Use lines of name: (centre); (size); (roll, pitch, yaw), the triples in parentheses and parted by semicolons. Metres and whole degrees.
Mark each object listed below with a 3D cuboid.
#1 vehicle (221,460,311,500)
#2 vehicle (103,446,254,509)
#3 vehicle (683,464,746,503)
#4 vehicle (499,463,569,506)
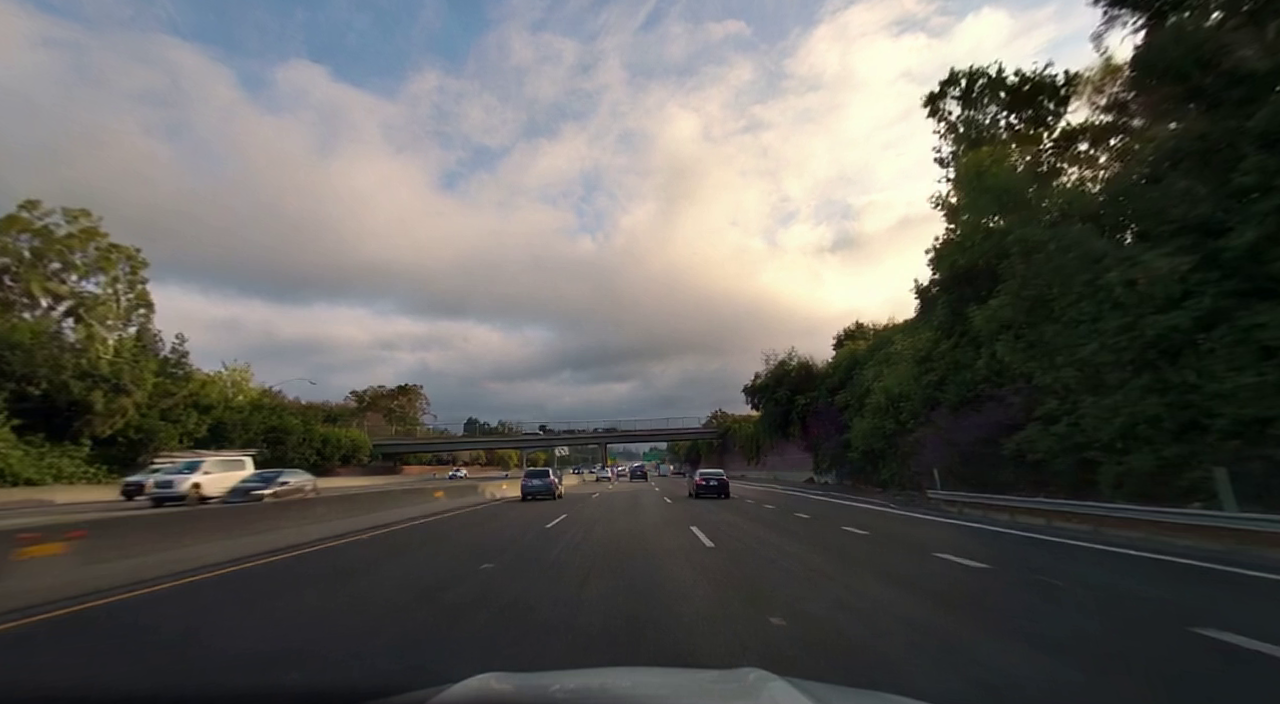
vehicle: (-20.642, 7.073, 34.898); (2.255, 2.062, 4.298); (1, -10, -1)
vehicle: (-20.566, 5.641, 28.481); (2.319, 2.493, 5.837); (1, -10, 0)
vehicle: (3.130, 5.679, 27.422); (2.092, 1.518, 4.348); (1, -10, -2)
vehicle: (-4.018, 5.090, 24.399); (1.975, 1.486, 3.903); (0, -10, 1)
